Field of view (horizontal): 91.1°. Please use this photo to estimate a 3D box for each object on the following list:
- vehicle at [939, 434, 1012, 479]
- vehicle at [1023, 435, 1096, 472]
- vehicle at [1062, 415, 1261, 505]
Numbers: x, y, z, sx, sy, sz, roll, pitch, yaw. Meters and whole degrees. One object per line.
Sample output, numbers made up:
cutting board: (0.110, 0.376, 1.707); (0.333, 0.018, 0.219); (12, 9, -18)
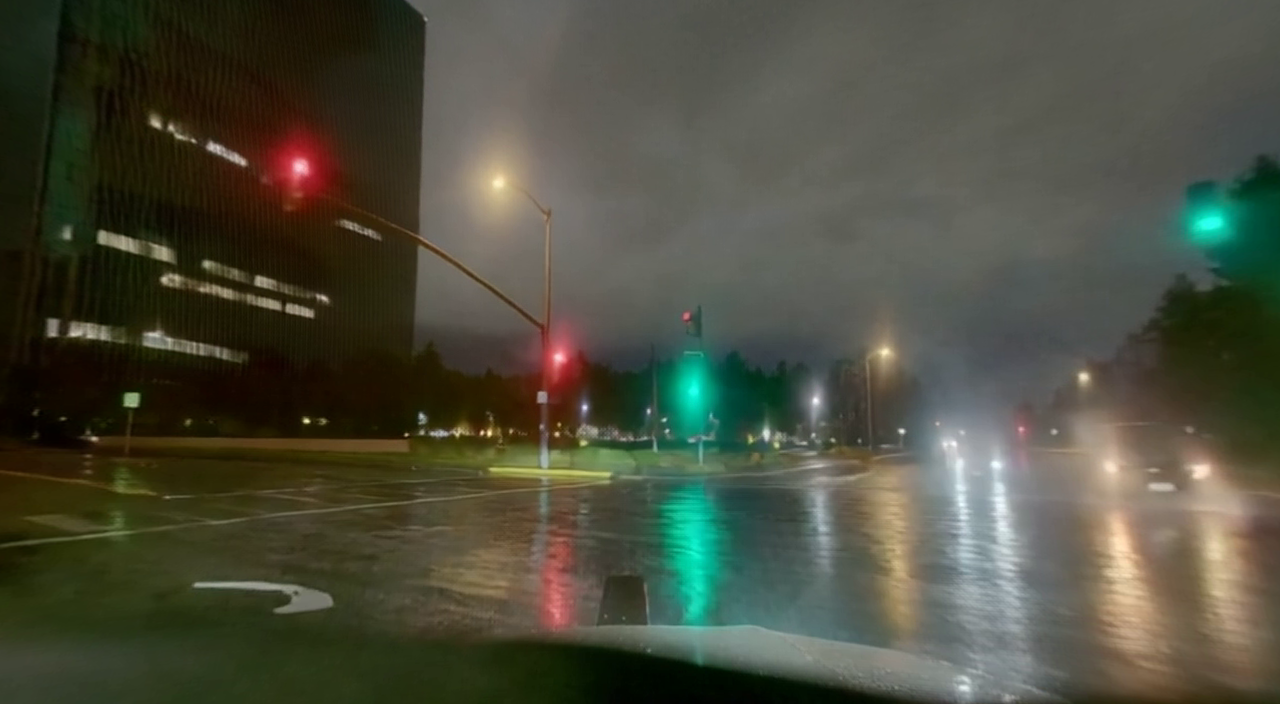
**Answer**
vehicle: (12.369, 3.837, 23.290); (2.068, 1.486, 4.664); (-4, -10, 27)
vehicle: (17.938, 4.334, 27.045); (1.973, 1.456, 4.287); (-4, -9, 26)
vehicle: (11.675, 2.432, 14.558); (2.018, 1.699, 4.751); (-3, -9, 21)
